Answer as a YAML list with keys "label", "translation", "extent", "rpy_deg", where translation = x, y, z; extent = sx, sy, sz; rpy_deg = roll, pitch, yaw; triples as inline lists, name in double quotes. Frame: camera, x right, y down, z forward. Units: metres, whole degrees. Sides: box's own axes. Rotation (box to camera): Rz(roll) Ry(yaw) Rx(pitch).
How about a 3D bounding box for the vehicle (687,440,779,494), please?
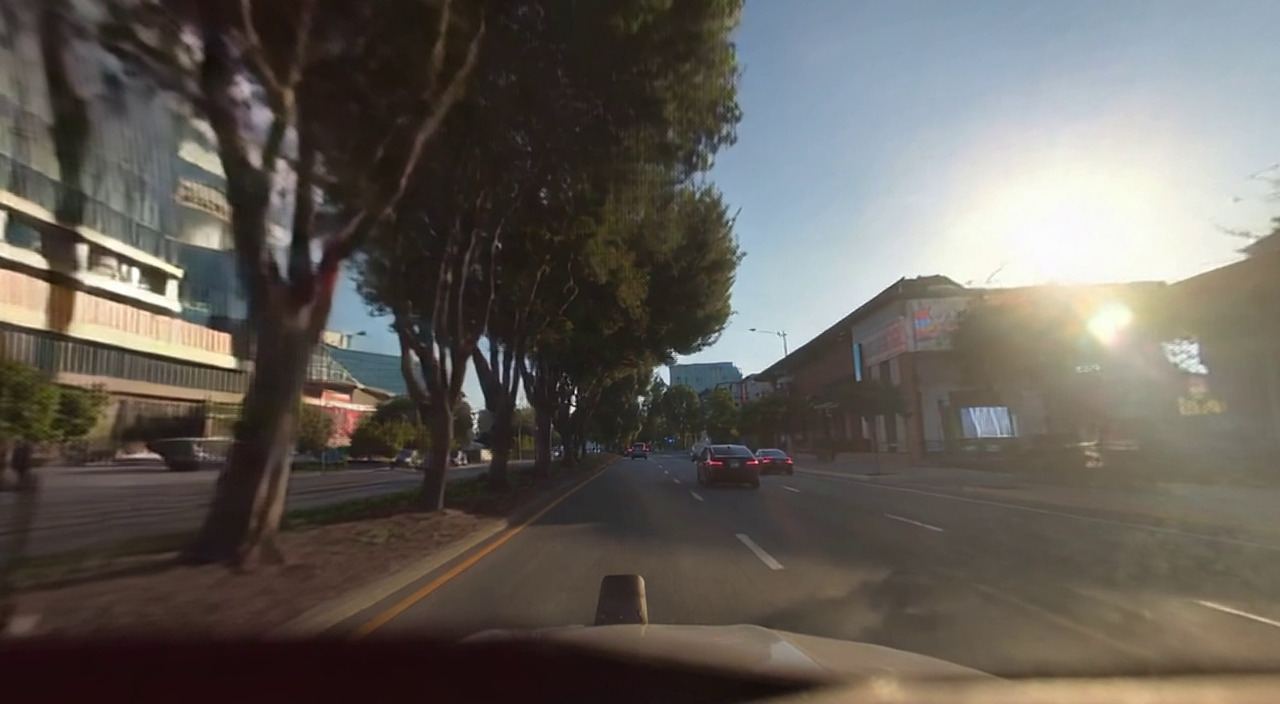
- label: "vehicle"
  translation: [2.788, 3.580, 19.997]
  extent: [2.131, 1.491, 4.496]
  rpy_deg: [0, -9, -1]
